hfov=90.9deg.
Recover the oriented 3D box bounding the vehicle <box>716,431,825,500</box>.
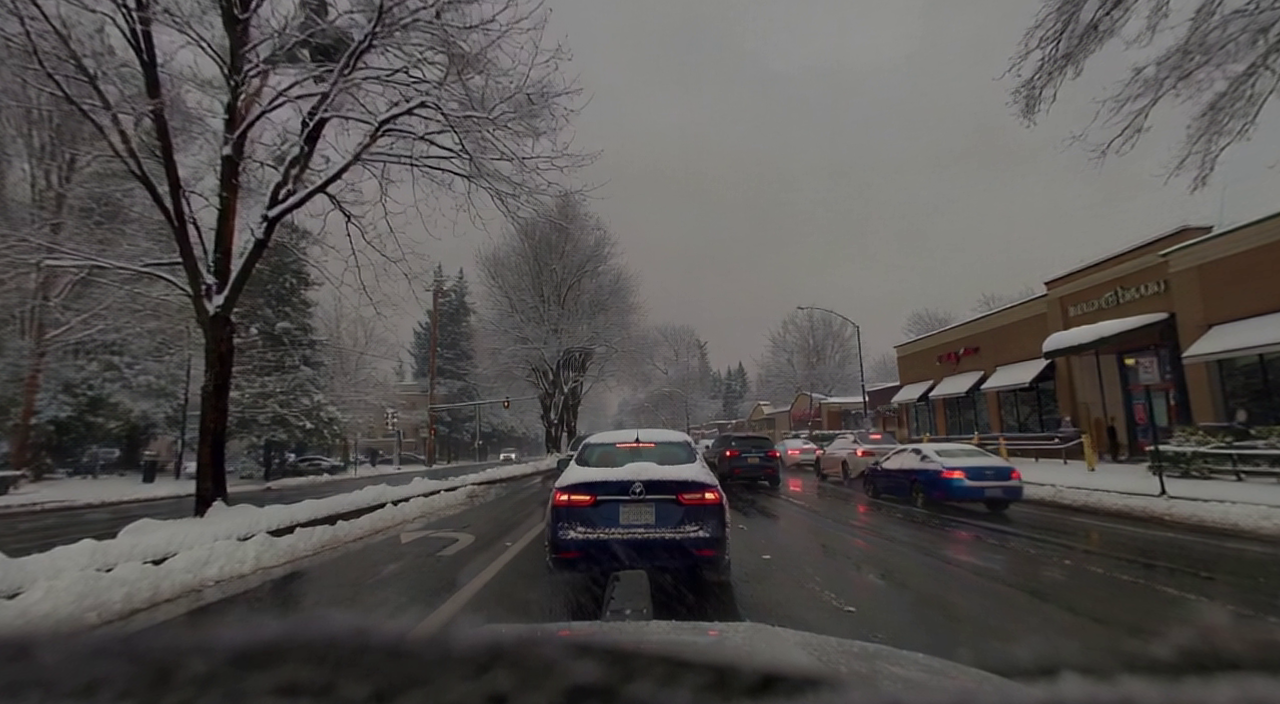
[{"bbox_3d":[3.608,3.229,18.403,2.114,1.736,4.553,0,-8,-1],"label":"vehicle"}]

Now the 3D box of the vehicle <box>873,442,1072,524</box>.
[{"bbox_3d":[6.864,2.699,13.688,1.911,1.468,4.417,0,-8,0],"label":"vehicle"}]

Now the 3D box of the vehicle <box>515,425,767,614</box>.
[{"bbox_3d":[-0.026,1.644,7.210,1.977,1.465,4.376,0,-8,-1],"label":"vehicle"}]
